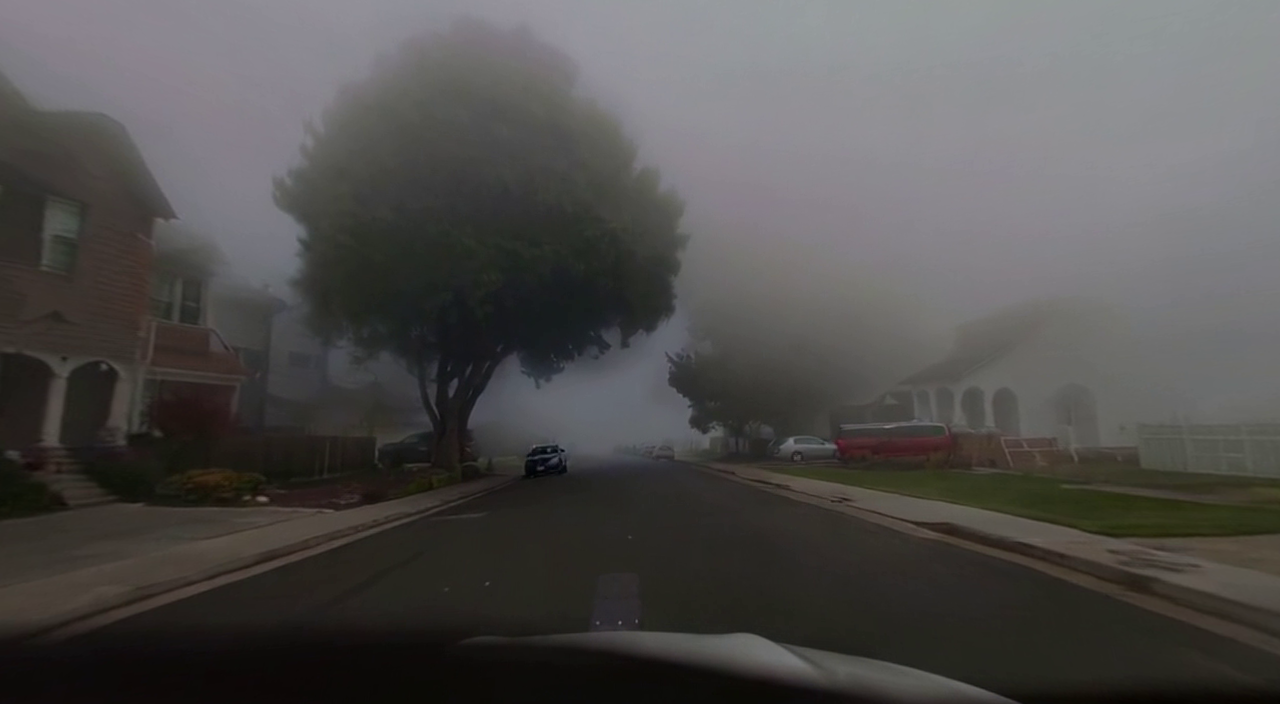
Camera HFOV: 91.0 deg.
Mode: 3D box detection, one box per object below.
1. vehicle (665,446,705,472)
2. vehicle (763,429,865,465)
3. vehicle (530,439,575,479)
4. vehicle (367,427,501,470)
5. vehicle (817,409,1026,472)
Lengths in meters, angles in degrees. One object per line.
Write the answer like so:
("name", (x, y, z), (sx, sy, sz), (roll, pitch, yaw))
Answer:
("vehicle", (2.682, 6.420, 38.091), (1.869, 1.458, 4.324), (1, -8, -3))
("vehicle", (8.639, 4.776, 31.543), (4.511, 1.719, 1.937), (0, -8, -3))
("vehicle", (-4.905, 6.013, 35.907), (2.230, 1.782, 4.628), (0, -4, -4))
("vehicle", (-9.964, 4.745, 30.945), (5.843, 1.985, 2.294), (1, -9, -6))
("vehicle", (9.084, 2.926, 20.766), (5.799, 1.927, 2.214), (0, -8, -1))
